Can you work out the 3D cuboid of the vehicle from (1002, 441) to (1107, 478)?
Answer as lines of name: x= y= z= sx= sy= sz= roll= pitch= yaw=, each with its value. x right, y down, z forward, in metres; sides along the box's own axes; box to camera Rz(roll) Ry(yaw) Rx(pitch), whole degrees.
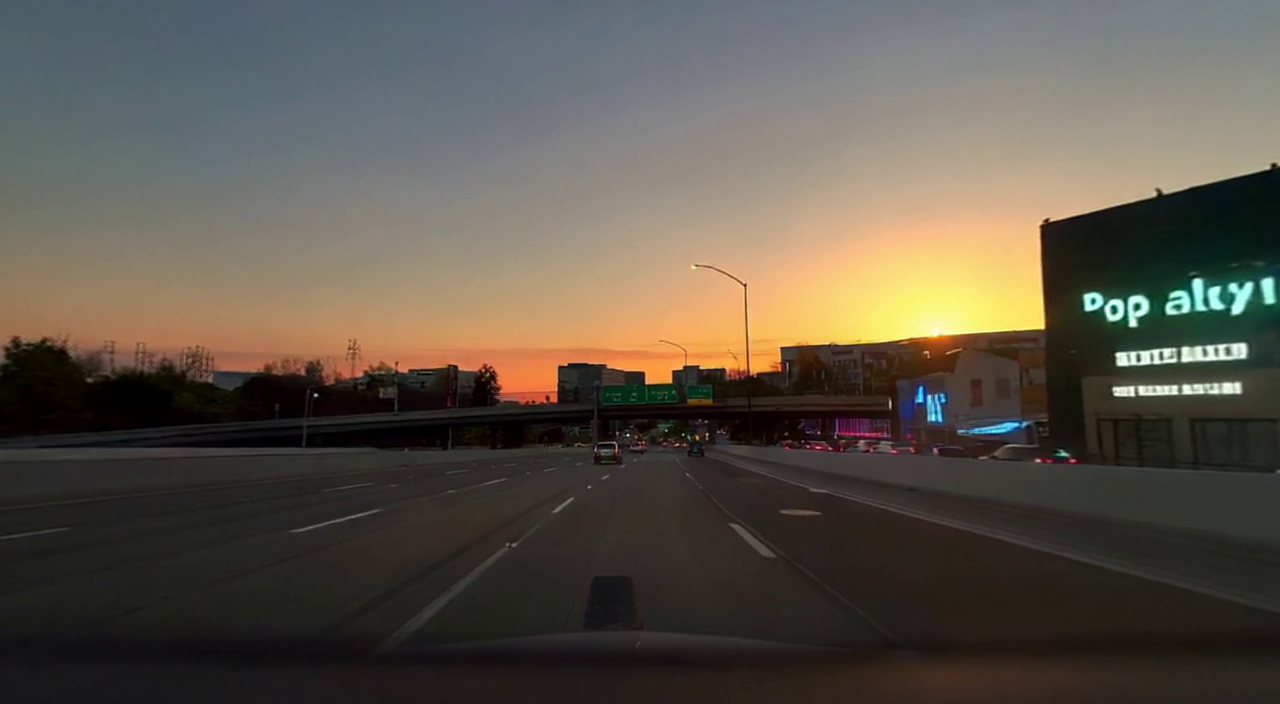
vehicle: x=18.088 y=4.695 z=27.845 sx=1.796 sy=1.470 sz=4.352 roll=0 pitch=-8 yaw=2

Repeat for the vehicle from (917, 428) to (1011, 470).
vehicle: x=18.377 y=5.552 z=36.267 sx=2.367 sy=2.187 sz=5.862 roll=0 pitch=-8 yaw=1

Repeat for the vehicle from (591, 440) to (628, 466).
vehicle: x=-1.863 y=6.409 z=40.288 sx=1.982 sy=1.516 sz=4.327 roll=0 pitch=-8 yaw=2

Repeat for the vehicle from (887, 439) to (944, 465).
vehicle: x=18.803 y=6.831 z=43.351 sx=1.889 sy=1.648 sz=5.173 roll=-1 pitch=-8 yaw=4
